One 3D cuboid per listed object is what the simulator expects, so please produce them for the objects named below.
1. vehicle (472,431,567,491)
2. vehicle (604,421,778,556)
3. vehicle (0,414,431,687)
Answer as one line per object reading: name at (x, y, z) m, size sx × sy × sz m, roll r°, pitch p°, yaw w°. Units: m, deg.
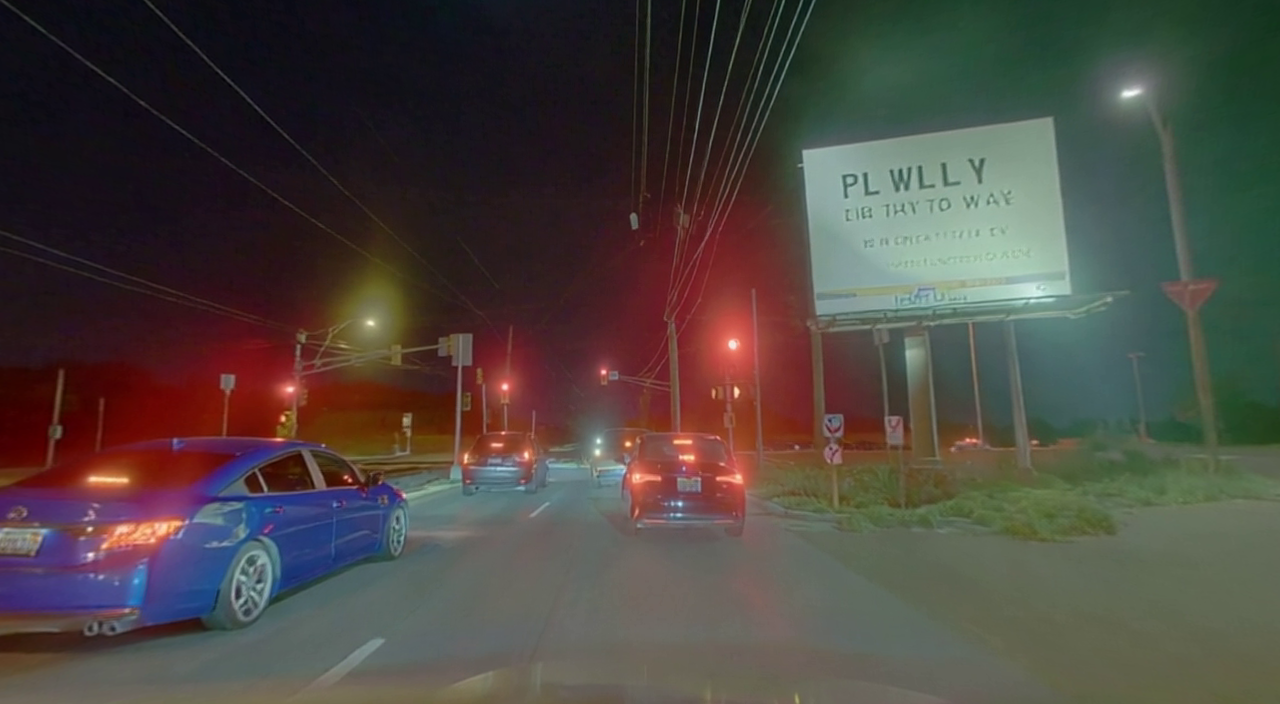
vehicle at (-3.285, 3.073, 18.053) m, size 1.984 × 1.505 × 4.047 m, roll 0°, pitch -9°, yaw -1°
vehicle at (0.486, 1.887, 9.336) m, size 1.998 × 1.529 × 3.960 m, roll 1°, pitch -9°, yaw -3°
vehicle at (-3.654, 1.434, 5.794) m, size 1.956 × 1.468 × 4.585 m, roll 0°, pitch -9°, yaw -1°
